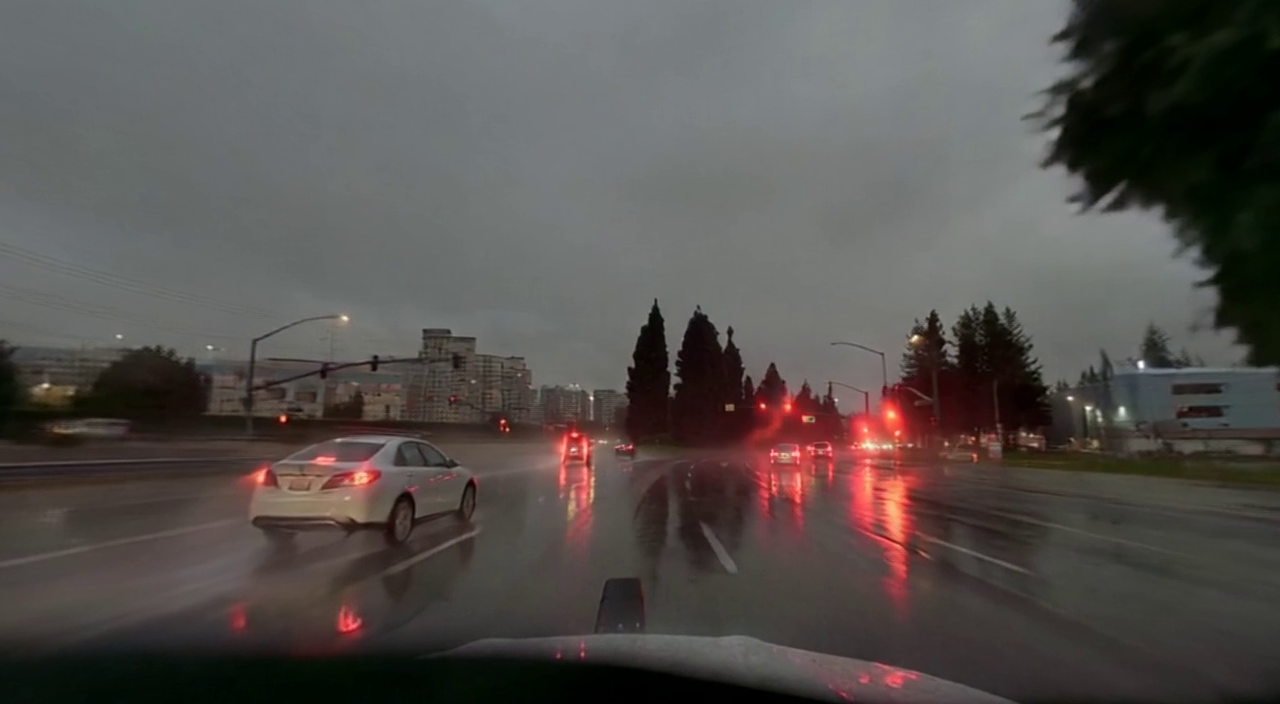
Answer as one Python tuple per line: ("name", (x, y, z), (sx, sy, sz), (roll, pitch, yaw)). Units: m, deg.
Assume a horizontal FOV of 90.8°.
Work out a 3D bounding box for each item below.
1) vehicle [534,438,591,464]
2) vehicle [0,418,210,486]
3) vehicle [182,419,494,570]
("vehicle", (-4.757, 6.177, 39.524), (2.080, 1.495, 5.242), (-1, -9, 10))
("vehicle", (-13.524, 2.535, 16.116), (1.984, 1.488, 4.258), (0, -9, 2))
("vehicle", (-3.474, 1.716, 8.379), (1.934, 1.463, 4.220), (0, -9, 2))
